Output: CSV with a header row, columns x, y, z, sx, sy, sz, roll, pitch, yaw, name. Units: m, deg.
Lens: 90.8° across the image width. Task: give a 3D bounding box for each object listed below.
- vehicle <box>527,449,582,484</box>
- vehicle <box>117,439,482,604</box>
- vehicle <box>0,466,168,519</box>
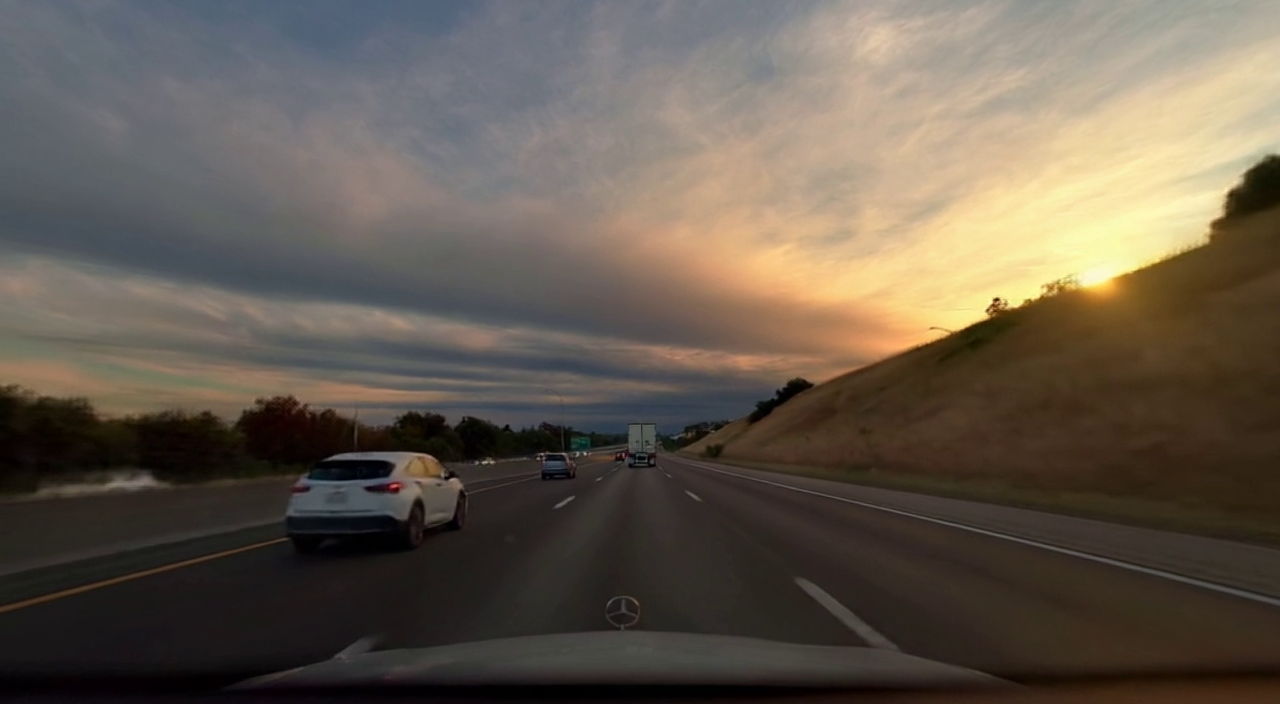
x,y,z,sx,sy,sz,roll,pitch,yaw,name
-4.029,5.482,30.447,2.051,1.537,4.111,0,-9,0,vehicle
-3.734,1.924,8.223,2.053,1.489,4.740,0,-9,1,vehicle
-19.404,4.843,22.171,1.908,1.513,4.745,0,-9,0,vehicle
